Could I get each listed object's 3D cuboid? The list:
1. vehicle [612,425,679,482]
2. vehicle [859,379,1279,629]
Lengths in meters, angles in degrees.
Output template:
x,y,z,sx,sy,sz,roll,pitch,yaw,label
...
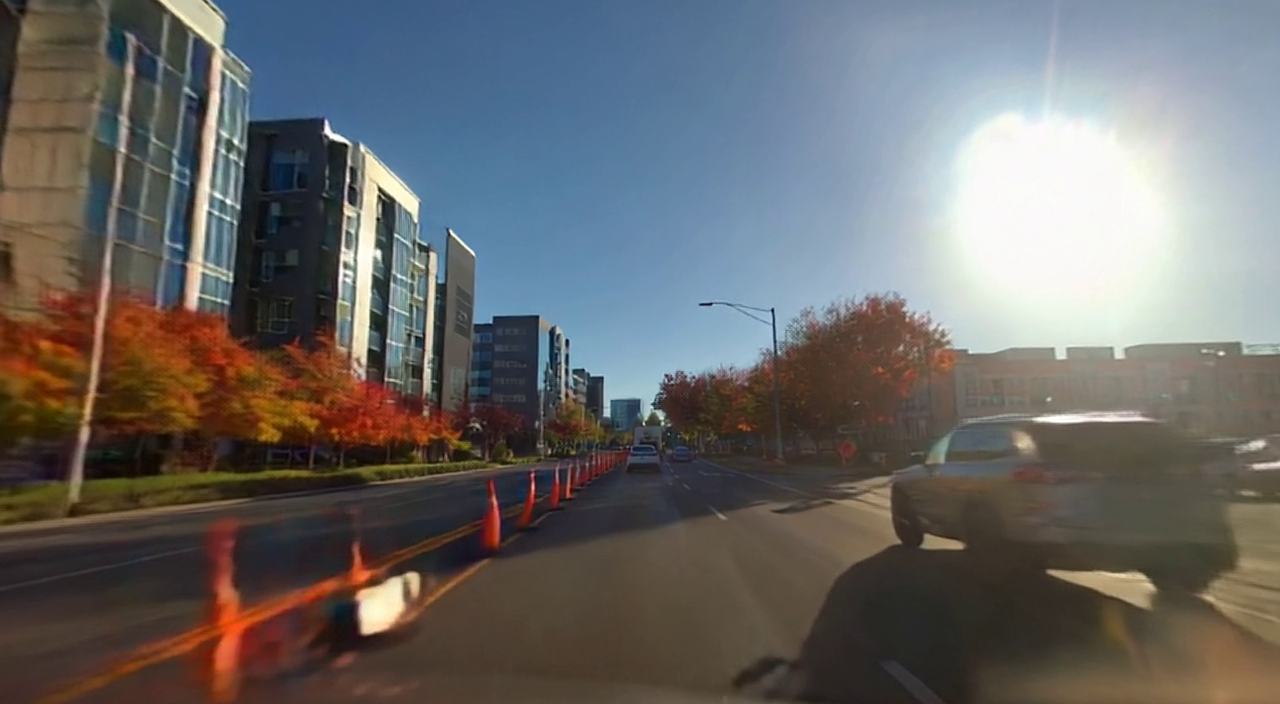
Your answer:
x,y,z,sx,sy,sz,roll,pitch,yaw,label
0.338,4.720,29.502,2.762,2.309,6.723,0,-8,2,vehicle
4.293,1.540,7.538,2.120,1.828,5.531,-1,-9,9,vehicle
